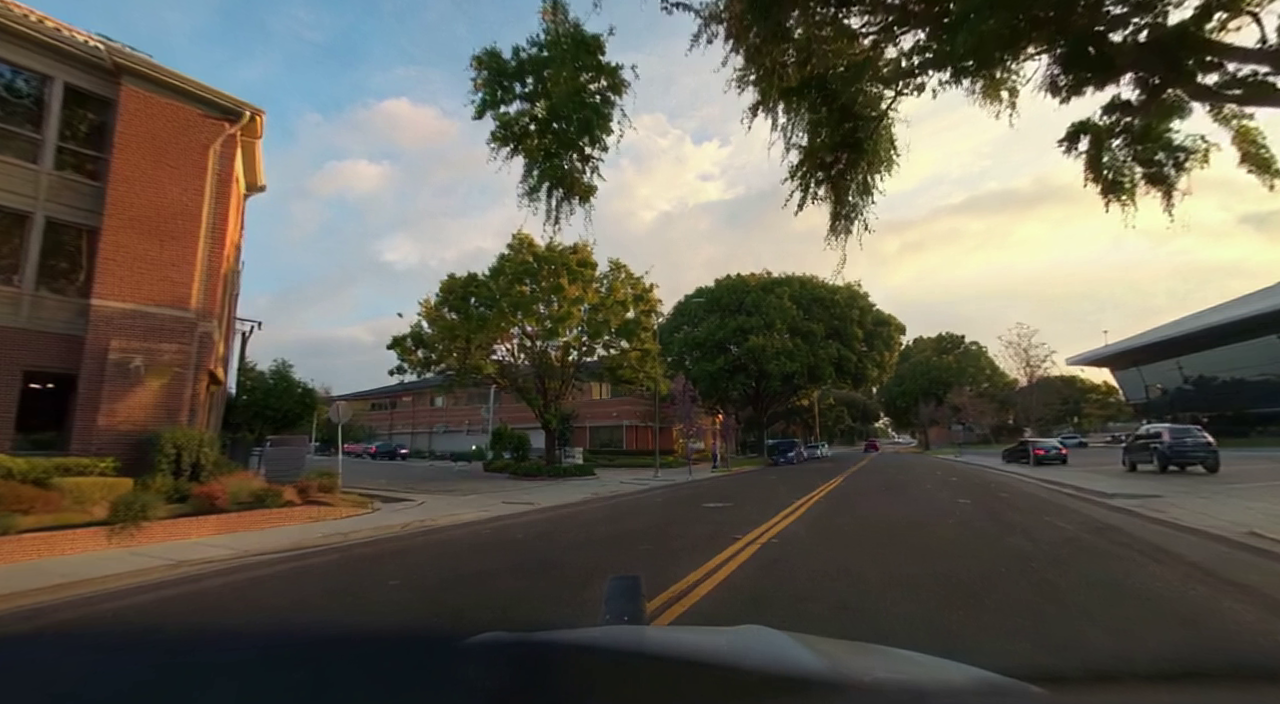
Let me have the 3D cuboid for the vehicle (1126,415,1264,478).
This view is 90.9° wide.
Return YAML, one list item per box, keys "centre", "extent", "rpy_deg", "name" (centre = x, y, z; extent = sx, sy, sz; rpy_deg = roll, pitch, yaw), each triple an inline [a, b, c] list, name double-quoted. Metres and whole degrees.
- centre: [18.500, 3.198, 21.322]
  extent: [2.018, 1.840, 4.662]
  rpy_deg: [-4, -9, 23]
  name: "vehicle"

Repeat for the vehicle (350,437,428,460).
- centre: [-18.357, 7.067, 46.204]
  extent: [4.814, 1.609, 2.197]
  rpy_deg: [-1, -9, 7]
  name: "vehicle"
